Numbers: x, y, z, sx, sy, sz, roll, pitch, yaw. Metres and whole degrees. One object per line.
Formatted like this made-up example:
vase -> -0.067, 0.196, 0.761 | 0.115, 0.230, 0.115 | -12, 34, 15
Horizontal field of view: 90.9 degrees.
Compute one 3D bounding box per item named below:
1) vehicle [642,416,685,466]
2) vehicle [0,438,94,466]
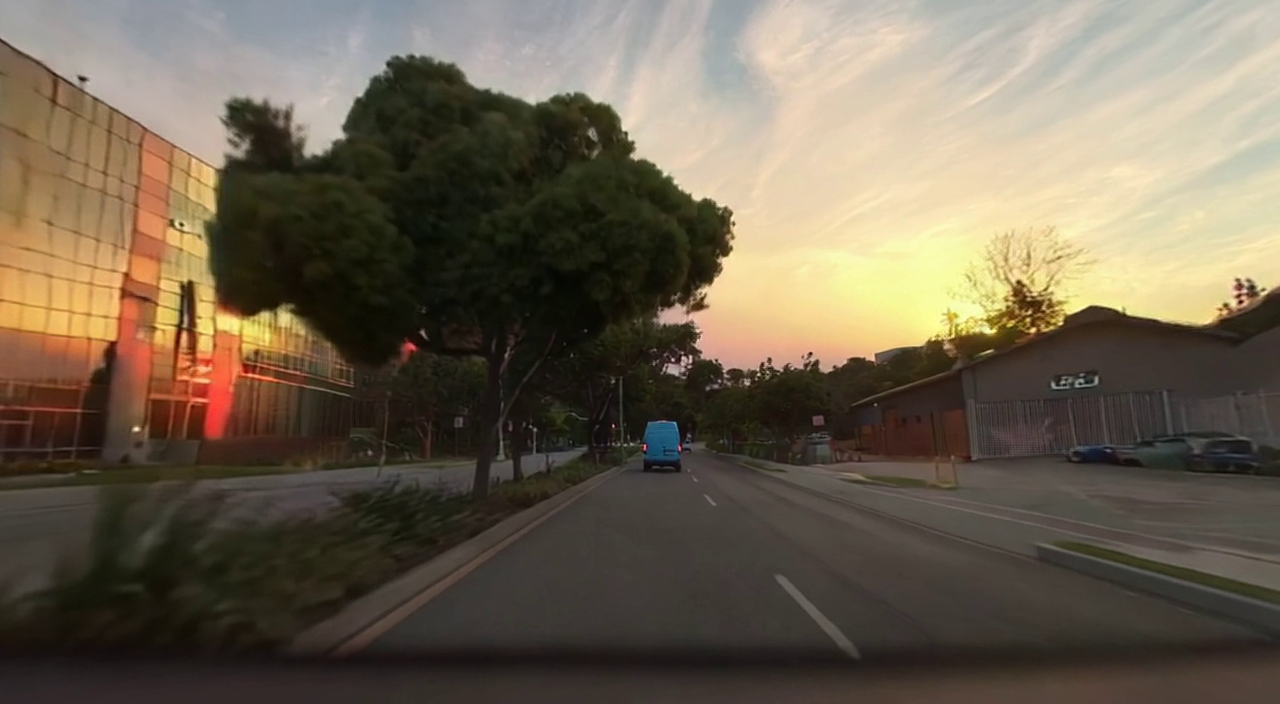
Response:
vehicle -> 1.507, 5.424, 38.412 | 2.435, 2.816, 5.232 | 0, -8, 3
vehicle -> -42.194, 6.984, 44.383 | 1.906, 1.850, 5.120 | -5, -9, 32
